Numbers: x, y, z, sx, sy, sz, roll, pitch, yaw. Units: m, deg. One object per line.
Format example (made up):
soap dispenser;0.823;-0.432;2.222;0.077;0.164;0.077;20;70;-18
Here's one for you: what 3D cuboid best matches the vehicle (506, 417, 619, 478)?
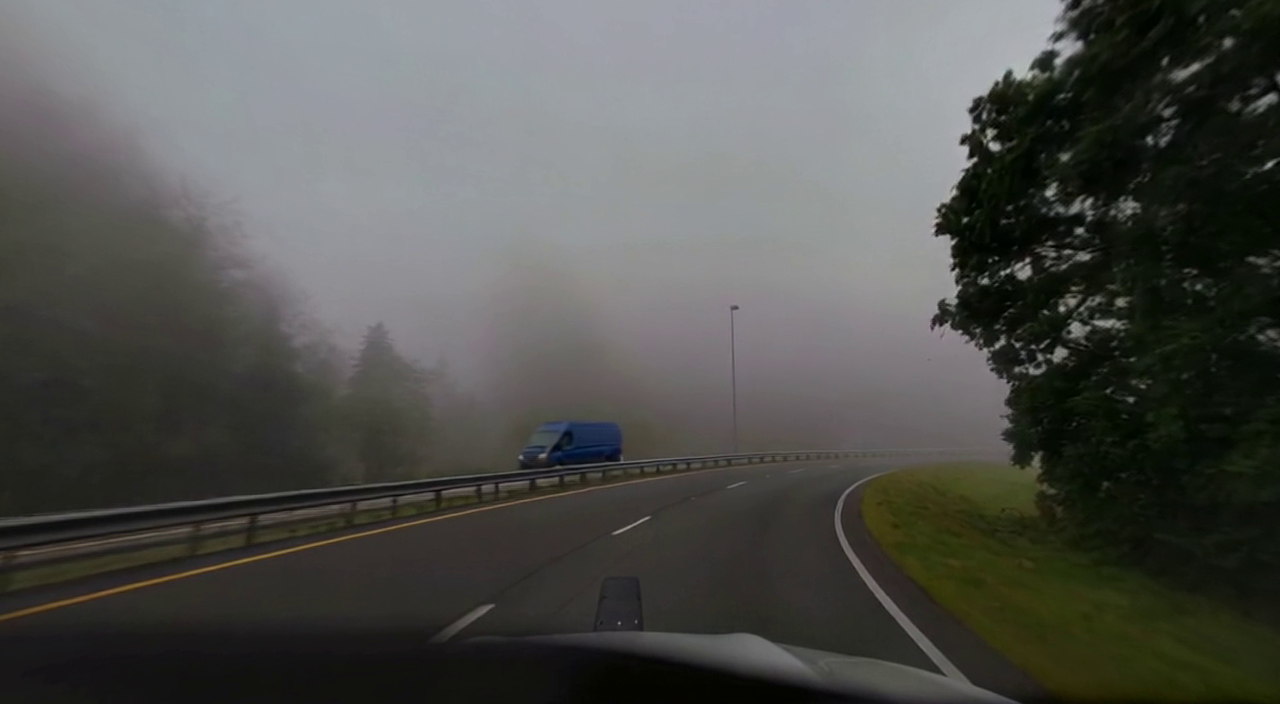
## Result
vehicle;-3.733;4.897;32.240;2.447;2.725;6.755;-4;-9;26
